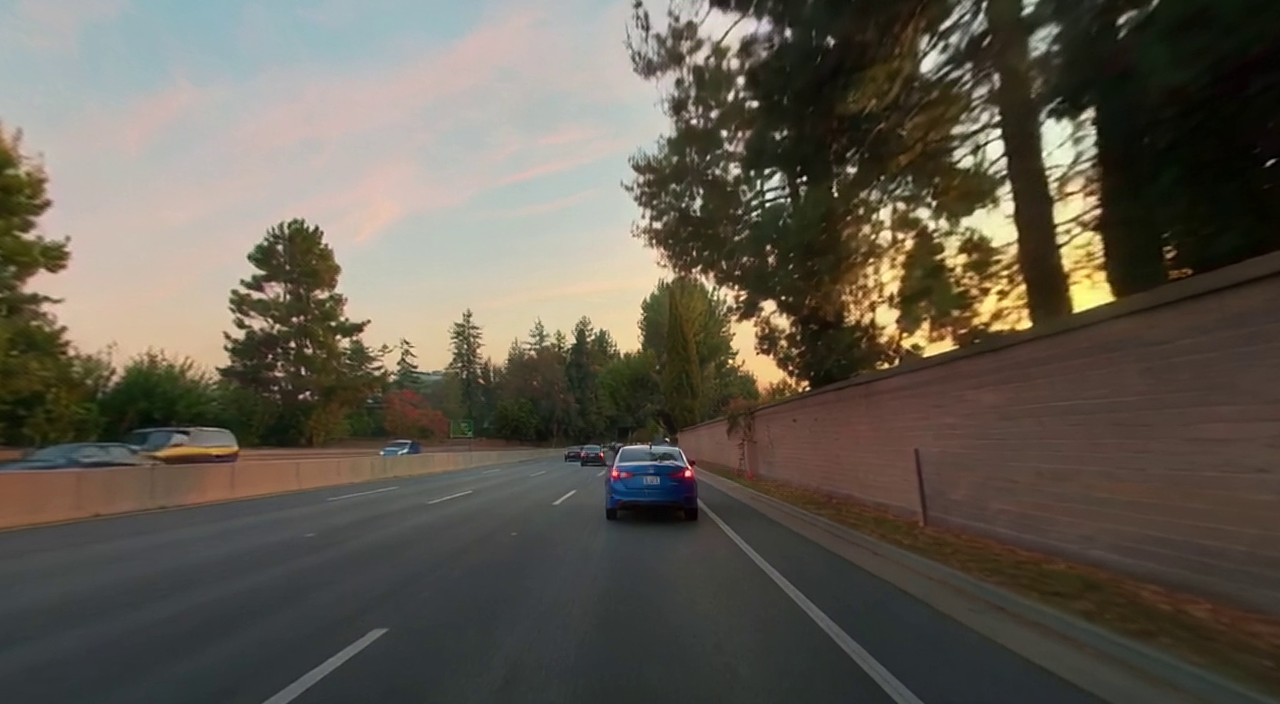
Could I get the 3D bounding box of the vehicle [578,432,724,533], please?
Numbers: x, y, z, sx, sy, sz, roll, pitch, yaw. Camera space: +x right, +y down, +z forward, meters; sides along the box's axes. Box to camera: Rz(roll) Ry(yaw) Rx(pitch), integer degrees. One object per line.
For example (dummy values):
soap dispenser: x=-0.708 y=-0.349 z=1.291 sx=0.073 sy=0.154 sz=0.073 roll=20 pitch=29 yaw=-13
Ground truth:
vehicle: x=0.147 y=2.303 z=11.792 sx=2.205 sy=1.509 sz=4.272 roll=0 pitch=-8 yaw=-1
